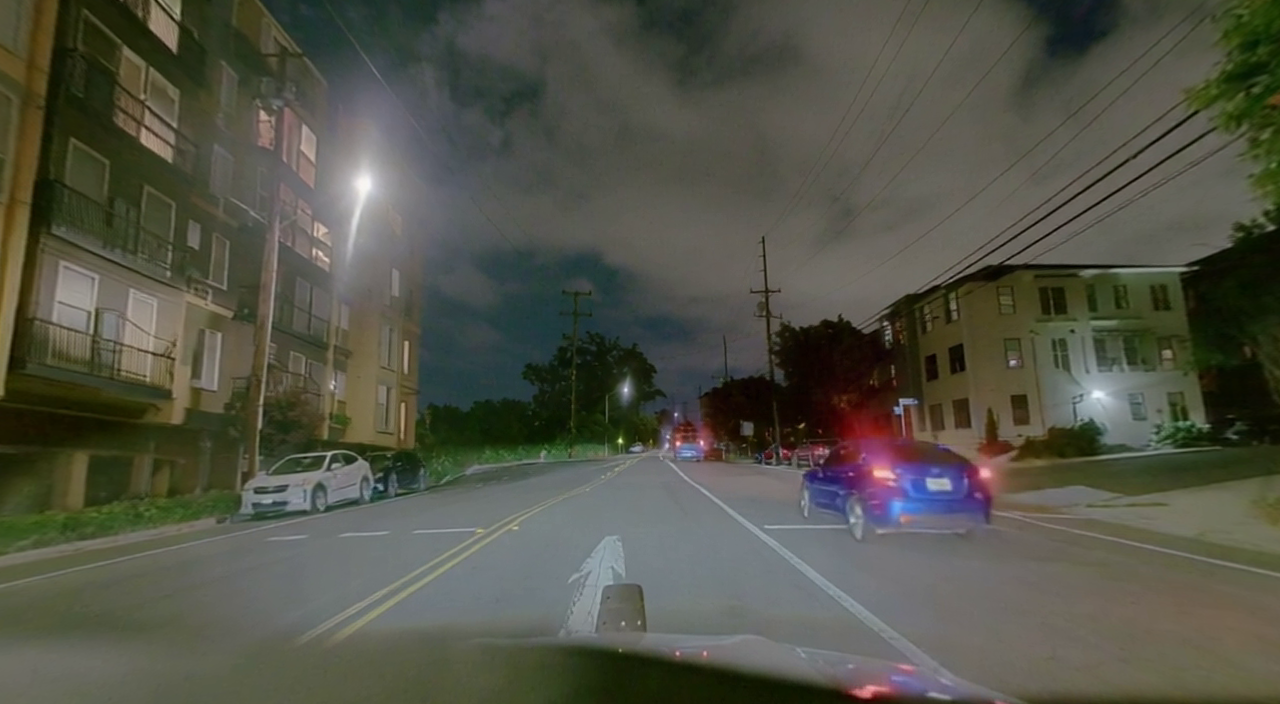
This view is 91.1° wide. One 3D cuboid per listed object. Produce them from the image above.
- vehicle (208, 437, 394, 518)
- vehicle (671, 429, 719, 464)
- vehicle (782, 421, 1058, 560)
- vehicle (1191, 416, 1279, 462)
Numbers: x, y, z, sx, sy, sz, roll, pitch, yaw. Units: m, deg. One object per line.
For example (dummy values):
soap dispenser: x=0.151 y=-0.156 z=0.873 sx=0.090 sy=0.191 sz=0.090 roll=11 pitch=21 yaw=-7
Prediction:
vehicle: x=-8.681 y=3.216 z=16.731 sx=2.381 sy=1.825 sz=4.652 roll=0 pitch=-8 yaw=-1
vehicle: x=2.965 y=5.236 z=34.896 sx=2.046 sy=1.784 sz=4.687 roll=0 pitch=-8 yaw=-2
vehicle: x=3.657 y=1.883 z=9.315 sx=2.028 sy=1.552 sz=4.370 roll=0 pitch=-8 yaw=-1
vehicle: x=25.244 y=3.568 z=25.753 sx=1.944 sy=1.723 sz=4.441 roll=-2 pitch=-8 yaw=13
